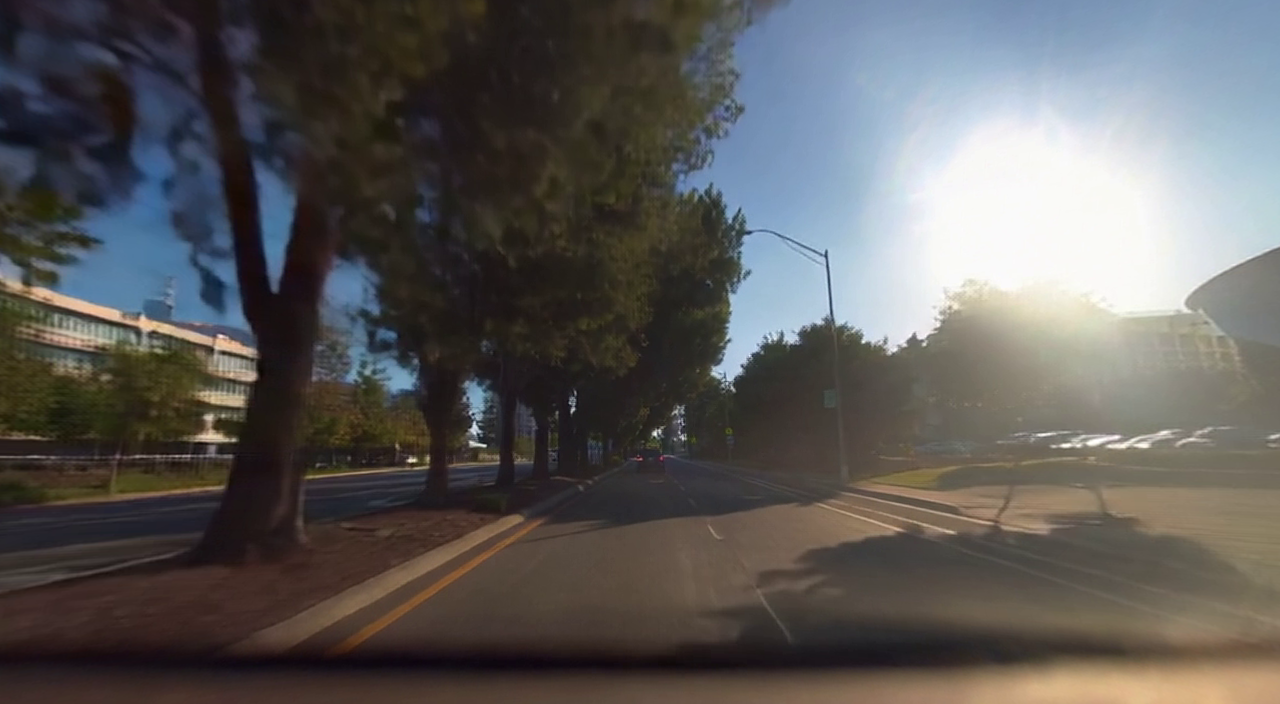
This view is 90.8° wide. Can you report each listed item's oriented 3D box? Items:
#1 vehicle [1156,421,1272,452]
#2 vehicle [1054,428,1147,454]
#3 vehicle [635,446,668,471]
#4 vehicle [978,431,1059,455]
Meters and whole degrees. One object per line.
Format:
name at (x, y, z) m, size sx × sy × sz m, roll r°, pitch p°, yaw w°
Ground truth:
vehicle at (28.918, 4.336, 32.017) m, size 1.791 × 1.448 × 4.027 m, roll 0°, pitch -9°, yaw -6°
vehicle at (27.767, 5.427, 38.268) m, size 1.847 × 1.451 × 4.470 m, roll 1°, pitch -9°, yaw -8°
vehicle at (0.715, 7.243, 43.314) m, size 2.158 × 1.600 × 3.865 m, roll 0°, pitch -9°, yaw -1°
vehicle at (26.807, 6.510, 45.021) m, size 2.143 × 1.623 × 5.235 m, roll 0°, pitch -9°, yaw -5°
